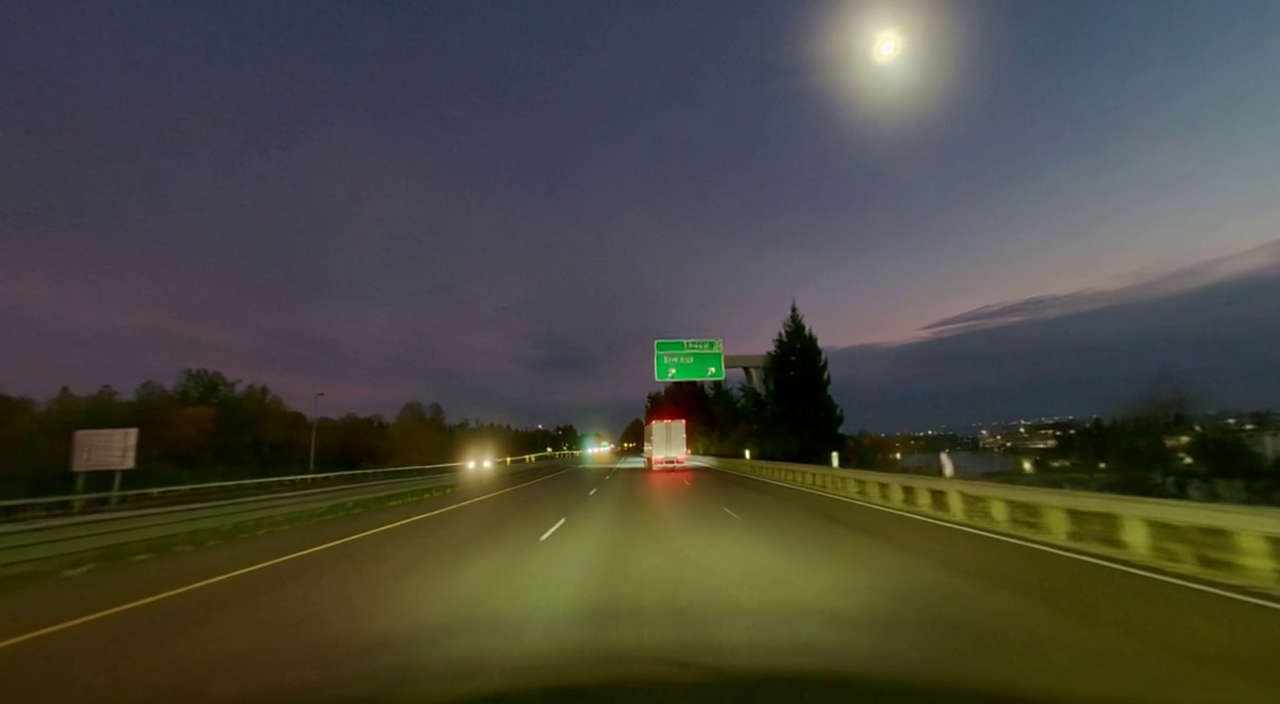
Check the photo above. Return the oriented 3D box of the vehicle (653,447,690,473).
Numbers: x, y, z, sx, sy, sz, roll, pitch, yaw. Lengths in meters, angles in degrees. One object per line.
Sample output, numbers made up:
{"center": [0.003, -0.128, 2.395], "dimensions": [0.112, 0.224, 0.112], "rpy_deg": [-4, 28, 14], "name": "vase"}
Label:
{"center": [1.874, 6.515, 38.145], "dimensions": [2.036, 1.457, 3.471], "rpy_deg": [0, -9, 0], "name": "vehicle"}
